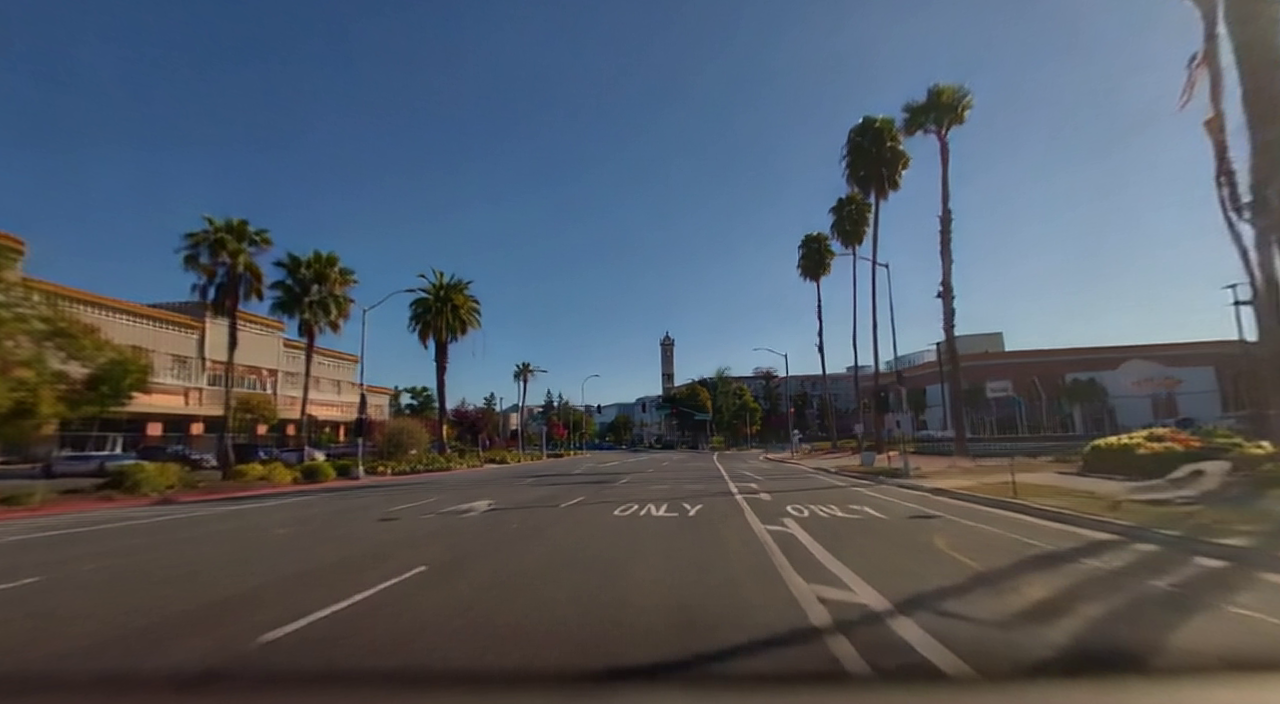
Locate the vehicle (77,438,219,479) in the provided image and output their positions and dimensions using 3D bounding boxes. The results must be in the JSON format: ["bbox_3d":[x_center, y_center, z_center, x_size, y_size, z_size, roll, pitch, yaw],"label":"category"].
[{"bbox_3d":[-23.087,4.983,29.565,5.084,1.664,2.006,-2,-7,2],"label":"vehicle"}]
